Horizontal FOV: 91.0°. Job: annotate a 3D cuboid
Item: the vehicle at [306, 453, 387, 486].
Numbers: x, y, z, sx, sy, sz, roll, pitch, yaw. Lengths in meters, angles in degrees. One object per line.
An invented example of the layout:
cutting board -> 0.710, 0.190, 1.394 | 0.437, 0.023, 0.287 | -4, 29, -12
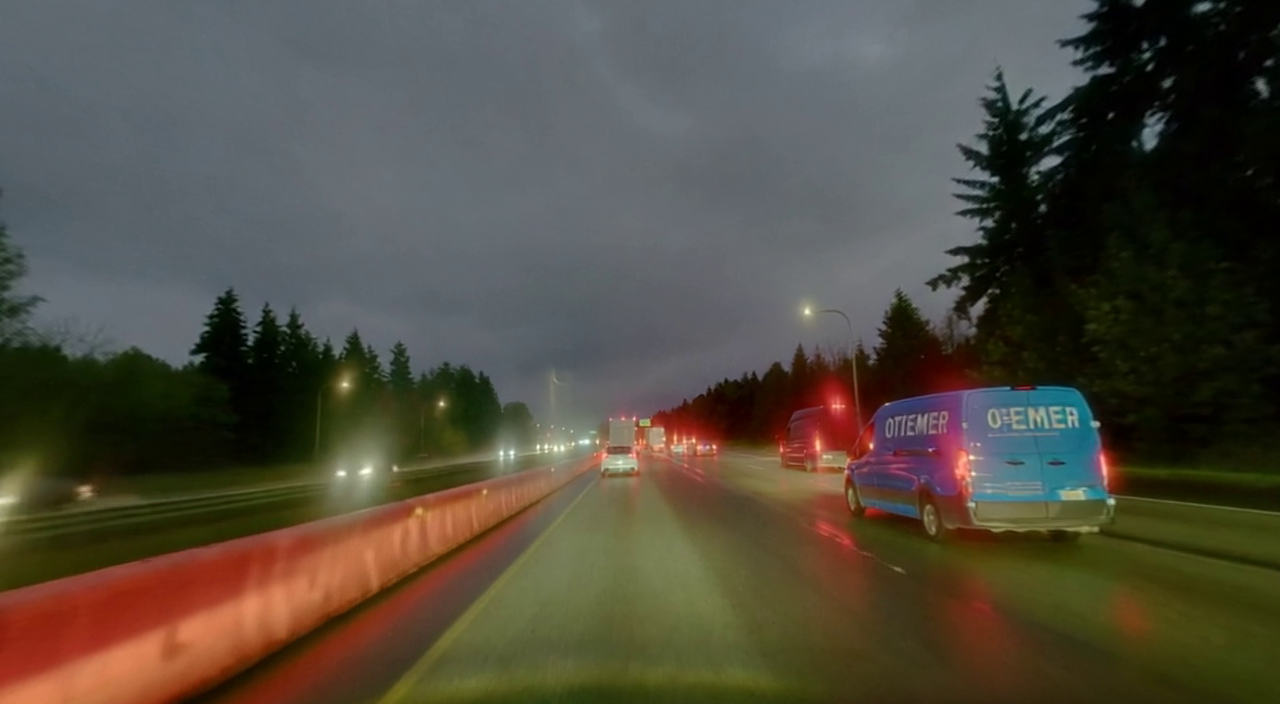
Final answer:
vehicle -> -15.658, 6.272, 33.889 | 1.990, 1.502, 4.966 | 0, -8, 0

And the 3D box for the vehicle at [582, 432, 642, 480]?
vehicle -> -1.039, 3.906, 23.931 | 2.100, 1.636, 3.620 | 0, -8, -2

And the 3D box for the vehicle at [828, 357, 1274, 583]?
vehicle -> 4.484, 1.408, 8.290 | 2.223, 2.008, 5.121 | 0, -8, -3
